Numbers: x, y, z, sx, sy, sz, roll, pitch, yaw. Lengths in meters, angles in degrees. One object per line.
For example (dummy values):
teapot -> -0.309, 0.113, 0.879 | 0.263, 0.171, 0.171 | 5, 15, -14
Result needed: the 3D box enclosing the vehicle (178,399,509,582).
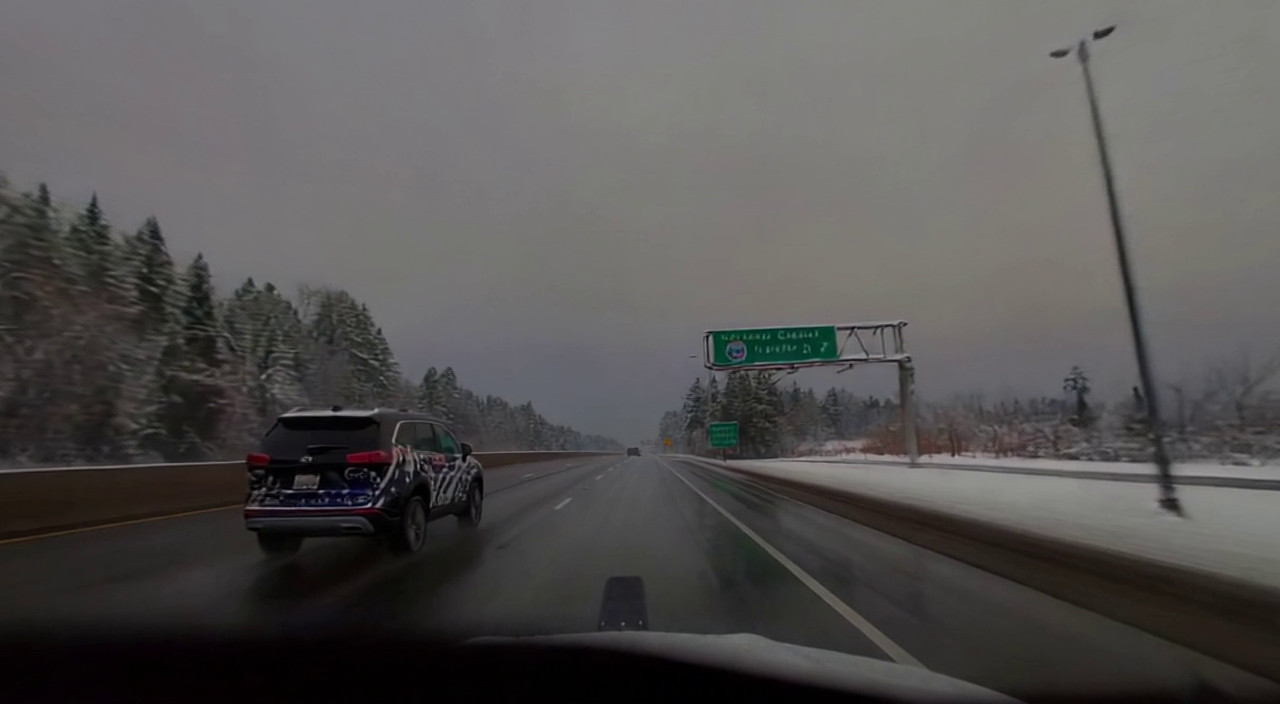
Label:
vehicle -> -3.438, 1.714, 8.666 | 2.183, 1.803, 4.685 | 0, -8, 1
